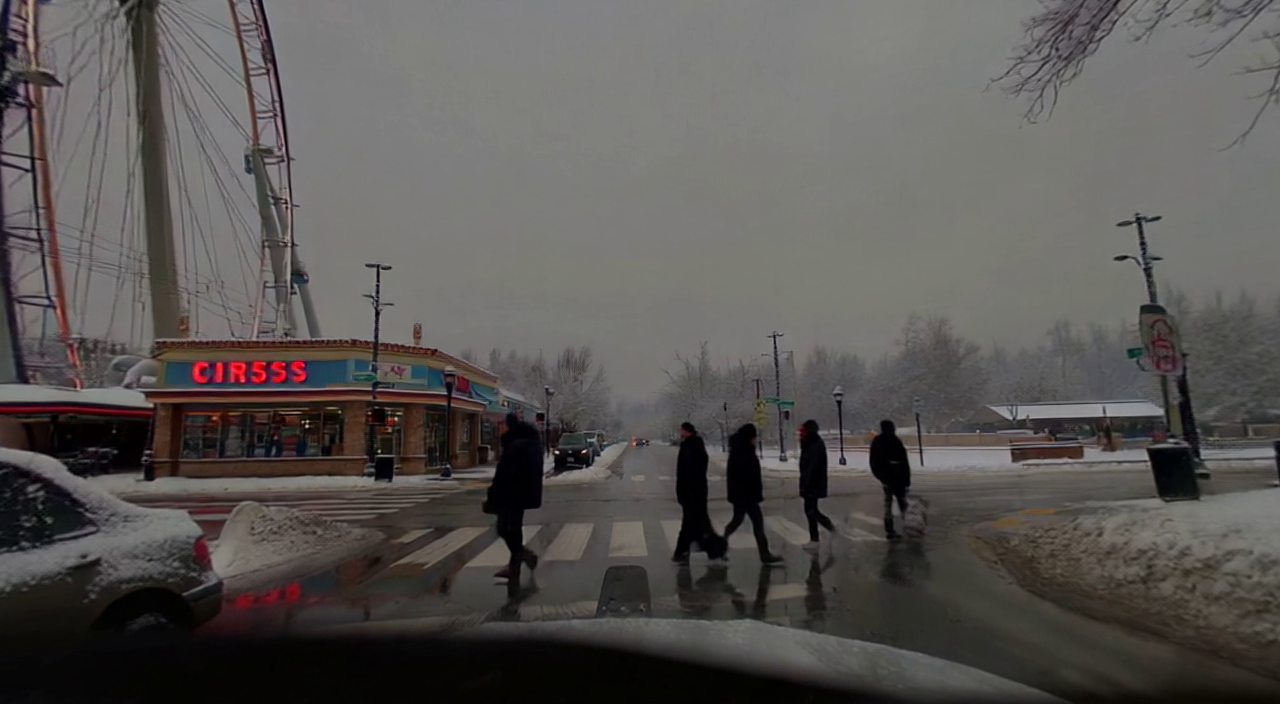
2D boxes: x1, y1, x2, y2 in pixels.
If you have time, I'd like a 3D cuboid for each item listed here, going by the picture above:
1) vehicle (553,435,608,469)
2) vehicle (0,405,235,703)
[{"bbox_3d":[-3.915,6.362,40.260,2.549,2.000,5.699,2,-9,-15],"label":"vehicle"},{"bbox_3d":[-3.376,0.790,1.184,1.940,1.505,4.676,-1,-9,3],"label":"vehicle"}]
